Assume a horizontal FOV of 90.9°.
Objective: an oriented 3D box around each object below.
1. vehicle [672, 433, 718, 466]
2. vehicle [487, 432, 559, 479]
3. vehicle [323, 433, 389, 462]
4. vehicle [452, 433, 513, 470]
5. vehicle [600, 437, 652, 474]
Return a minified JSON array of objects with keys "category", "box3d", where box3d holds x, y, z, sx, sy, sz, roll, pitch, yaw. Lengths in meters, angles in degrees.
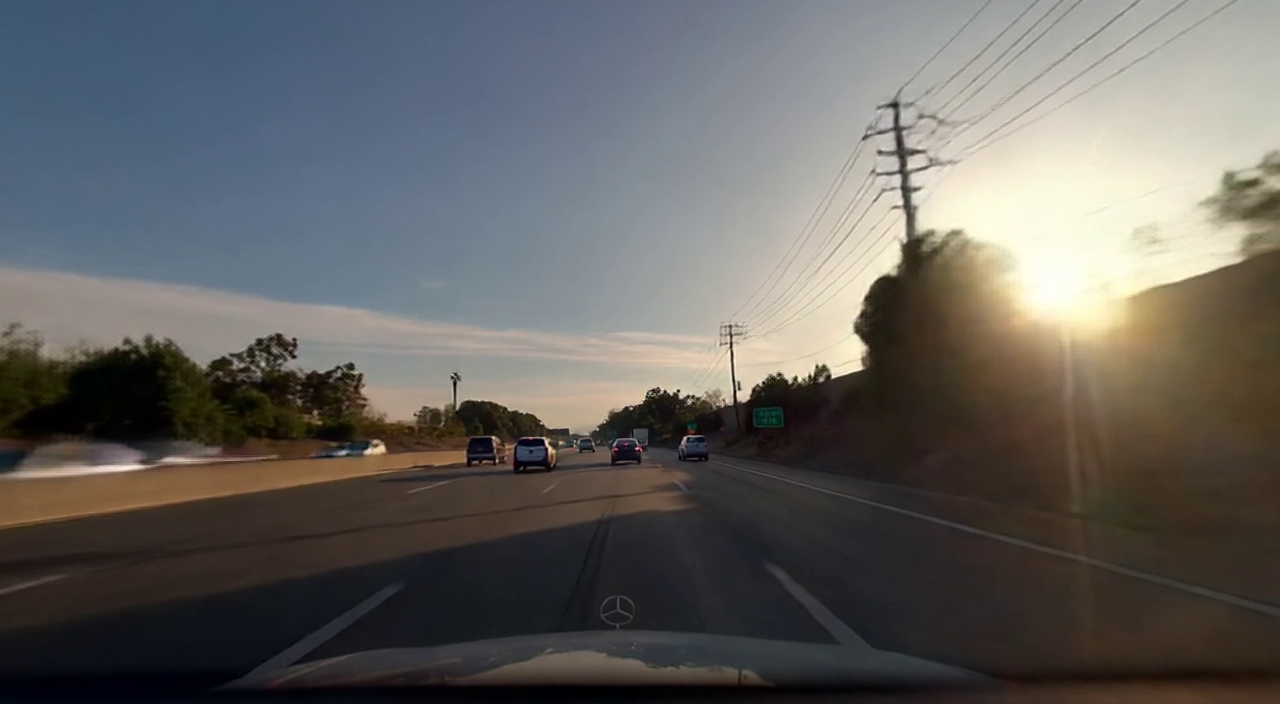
[{"category":"vehicle","box3d":[2.971,5.376,35.040,1.950,1.695,4.446,0,-8,-2]},{"category":"vehicle","box3d":[-4.356,3.910,24.171,1.901,1.601,4.610,0,-8,0]},{"category":"vehicle","box3d":[-20.214,6.788,45.163,2.279,1.940,5.463,0,-8,-1]},{"category":"vehicle","box3d":[-7.613,4.822,30.912,1.980,1.678,4.255,0,-8,-1]},{"category":"vehicle","box3d":[-0.590,4.382,27.045,2.086,1.488,3.440,0,-8,-1]}]
